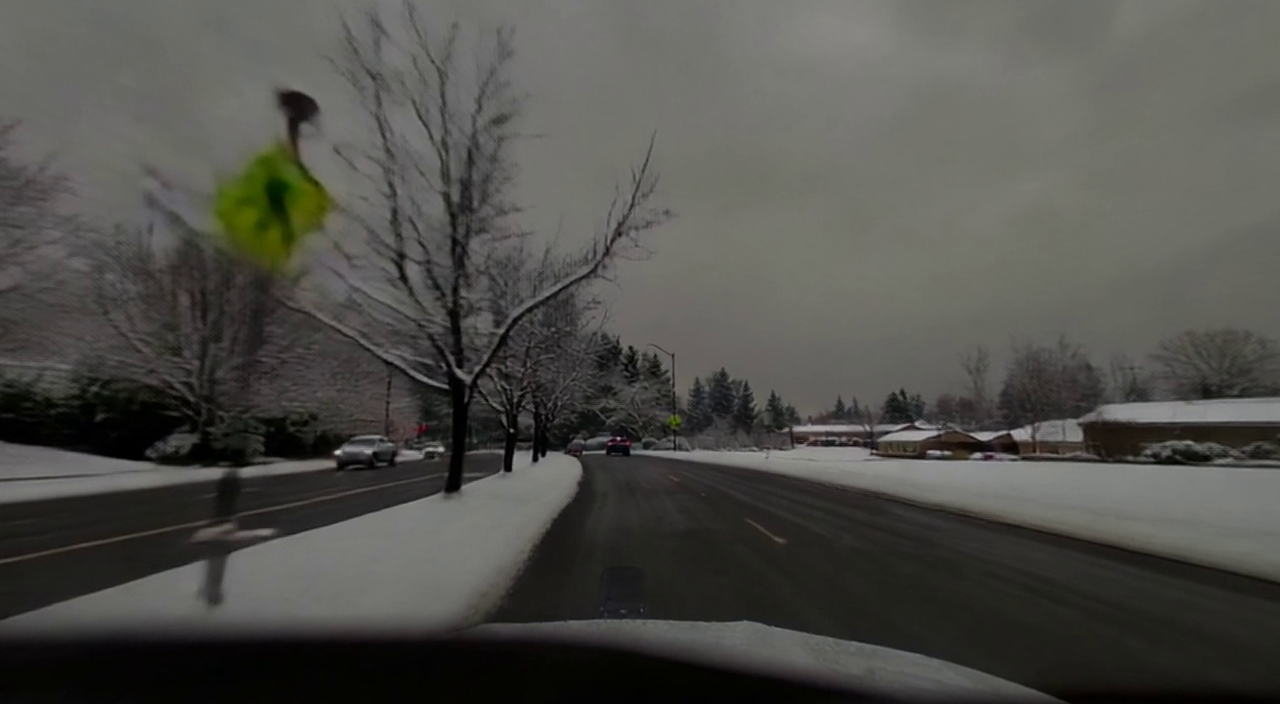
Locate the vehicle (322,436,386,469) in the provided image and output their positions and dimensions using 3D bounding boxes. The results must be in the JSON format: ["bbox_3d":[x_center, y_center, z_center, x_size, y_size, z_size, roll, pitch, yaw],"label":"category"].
[{"bbox_3d":[-15.897,5.607,35.141,1.985,1.705,4.209,1,-9,-6],"label":"vehicle"}]
